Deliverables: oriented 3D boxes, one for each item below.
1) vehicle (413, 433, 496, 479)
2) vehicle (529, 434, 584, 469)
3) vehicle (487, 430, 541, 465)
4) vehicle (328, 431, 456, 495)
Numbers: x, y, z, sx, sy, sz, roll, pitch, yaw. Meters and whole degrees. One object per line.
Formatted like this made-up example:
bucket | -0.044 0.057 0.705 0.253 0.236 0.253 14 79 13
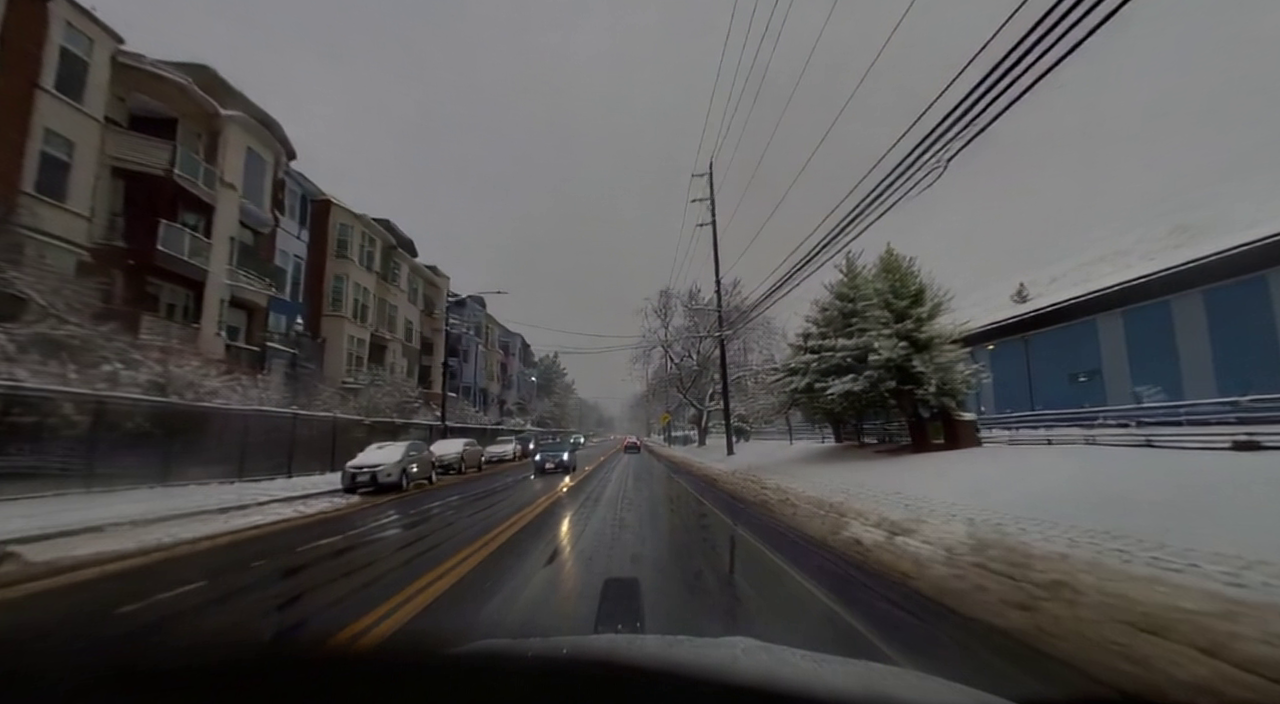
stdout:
vehicle | -7.129 4.050 24.790 1.878 1.572 4.621 1 -9 0
vehicle | -4.117 5.006 32.006 2.170 1.631 4.299 0 -9 1
vehicle | -7.379 5.615 37.426 2.098 1.851 4.817 2 -7 1
vehicle | -7.106 3.216 18.698 1.913 1.560 4.513 2 -8 0
